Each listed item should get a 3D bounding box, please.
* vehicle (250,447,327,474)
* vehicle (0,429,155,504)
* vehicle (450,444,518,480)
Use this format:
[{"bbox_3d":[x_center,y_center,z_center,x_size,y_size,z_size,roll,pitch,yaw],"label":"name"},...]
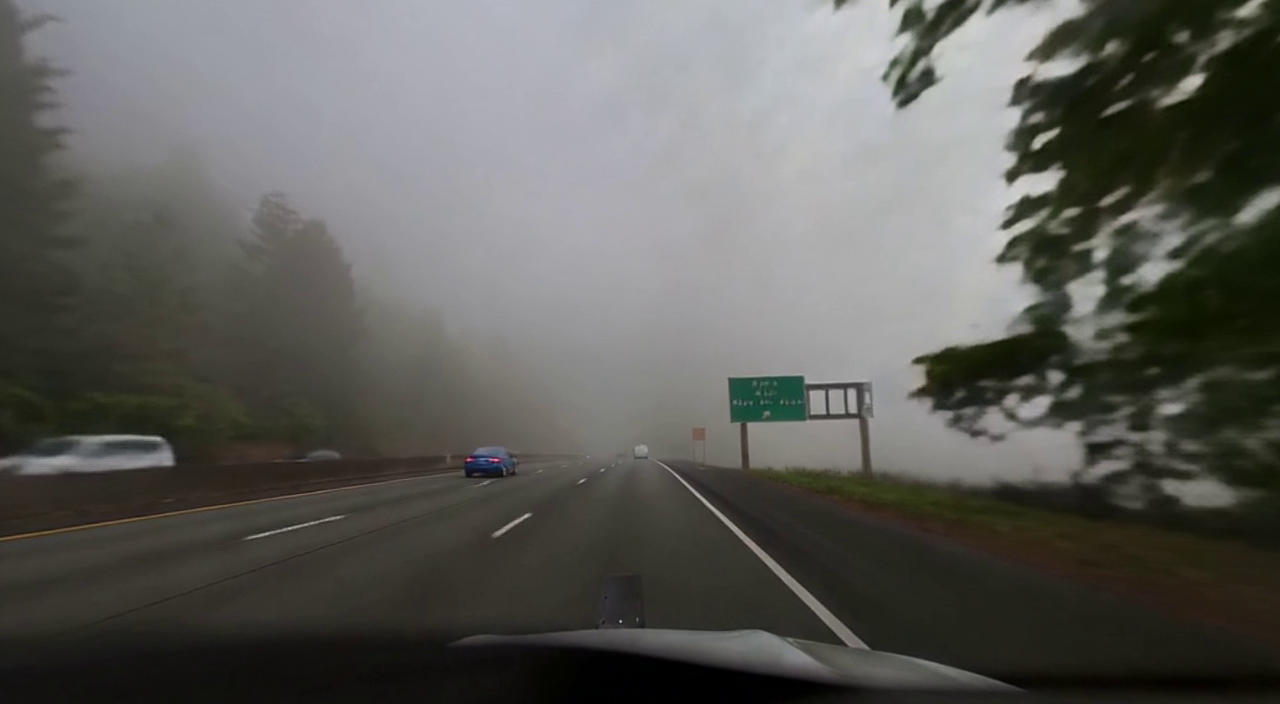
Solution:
[{"bbox_3d":[-25.554,7.901,46.107,2.218,1.820,5.802,0,-8,1],"label":"vehicle"},{"bbox_3d":[-18.141,3.403,19.236,2.307,1.965,5.330,0,-8,1],"label":"vehicle"},{"bbox_3d":[-7.493,5.298,30.760,2.094,1.579,4.655,0,-8,1],"label":"vehicle"}]
